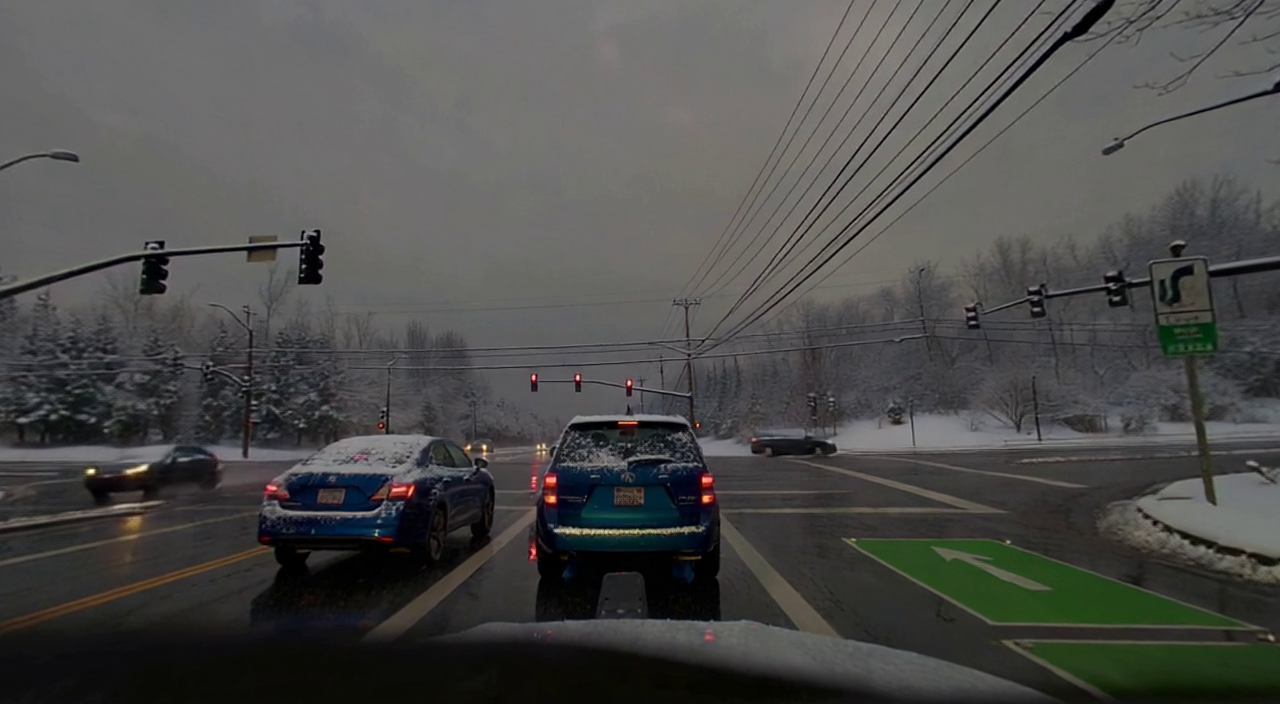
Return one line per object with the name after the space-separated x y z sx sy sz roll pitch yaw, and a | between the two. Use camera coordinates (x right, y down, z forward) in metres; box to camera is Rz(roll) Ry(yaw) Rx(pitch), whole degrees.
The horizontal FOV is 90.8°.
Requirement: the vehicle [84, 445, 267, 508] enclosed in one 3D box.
-13.692 3.647 19.071 2.079 1.656 4.545 0 -8 -1 | vehicle

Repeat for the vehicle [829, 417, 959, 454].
13.853 4.601 34.814 6.143 1.944 2.229 -1 -8 5 | vehicle

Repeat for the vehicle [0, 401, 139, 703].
-3.350 0.654 0.440 1.928 1.488 4.936 0 -8 0 | vehicle

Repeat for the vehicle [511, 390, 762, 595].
-0.060 1.523 7.615 2.182 1.773 4.041 0 -8 -1 | vehicle

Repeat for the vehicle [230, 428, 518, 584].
-2.934 1.765 8.012 1.969 1.486 3.702 0 -8 1 | vehicle

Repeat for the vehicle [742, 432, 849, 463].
7.654 4.743 31.423 4.715 1.438 2.023 -7 -11 37 | vehicle
